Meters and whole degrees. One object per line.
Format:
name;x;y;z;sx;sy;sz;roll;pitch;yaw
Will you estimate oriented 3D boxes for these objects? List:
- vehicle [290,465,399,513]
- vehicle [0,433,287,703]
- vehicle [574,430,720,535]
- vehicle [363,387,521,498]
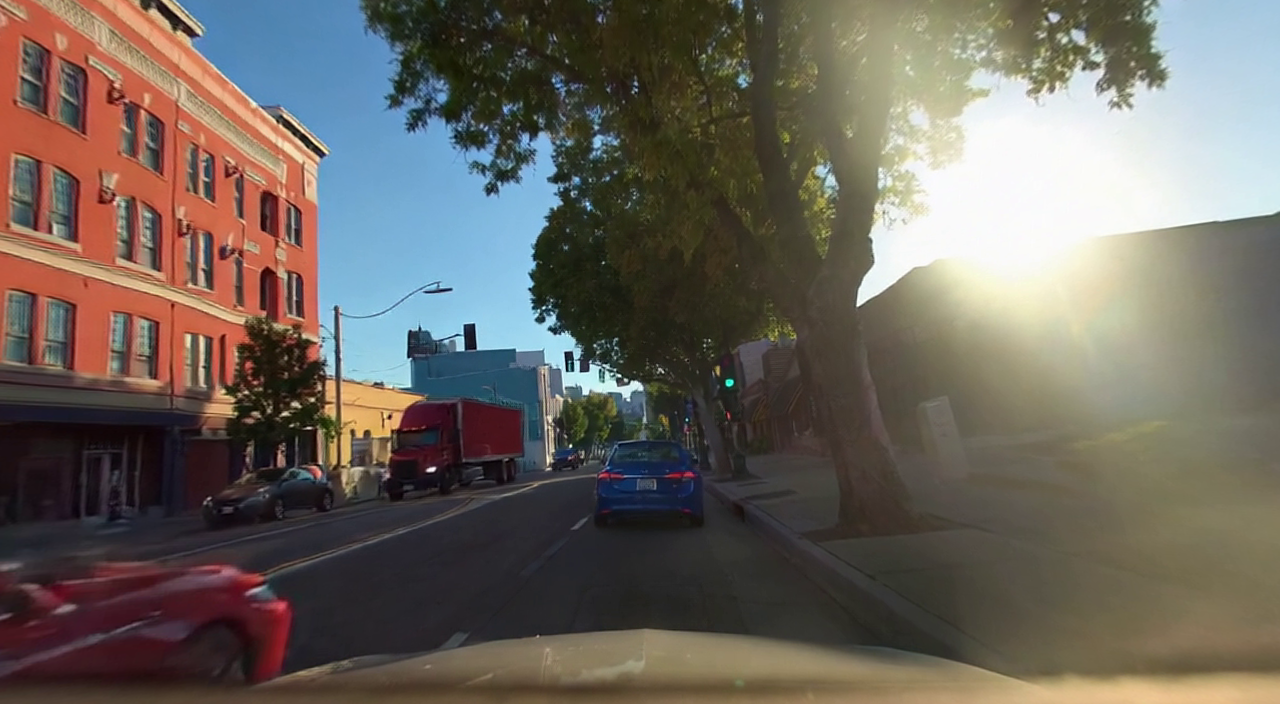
vehicle;-11.201;5.187;24.262;2.010;1.483;4.324;-1;-8;1
vehicle;-2.907;0.793;0.695;2.099;1.424;4.843;-1;-8;2
vehicle;0.141;2.173;11.076;2.094;1.478;3.922;0;-8;1
vehicle;-8.205;4.098;28.484;2.986;3.933;11.600;-1;-8;2
